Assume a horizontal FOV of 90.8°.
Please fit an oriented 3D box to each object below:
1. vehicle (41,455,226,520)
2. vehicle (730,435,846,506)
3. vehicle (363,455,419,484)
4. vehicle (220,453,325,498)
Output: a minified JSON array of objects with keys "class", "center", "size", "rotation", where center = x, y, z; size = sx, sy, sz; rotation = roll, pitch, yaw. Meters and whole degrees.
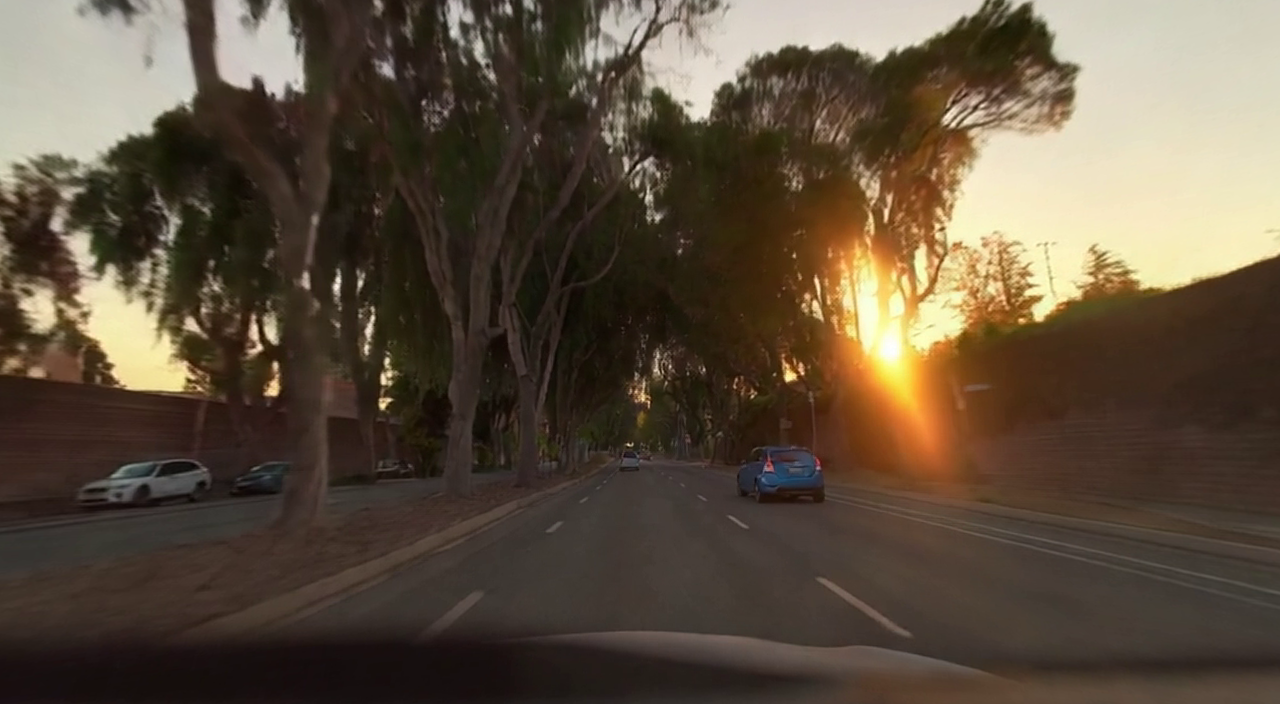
[{"class":"vehicle","center":[-17.279,4.589,22.064],"size":[2.096,1.816,5.362],"rotation":[-4,-9,-1]},{"class":"vehicle","center":[4.038,3.332,18.175],"size":[2.155,1.752,4.456],"rotation":[0,-9,-1]},{"class":"vehicle","center":[-17.172,8.088,43.853],"size":[1.983,1.786,4.756],"rotation":[0,-9,0]},{"class":"vehicle","center":[-17.556,5.885,30.532],"size":[2.075,1.909,5.064],"rotation":[0,-9,-1]}]
